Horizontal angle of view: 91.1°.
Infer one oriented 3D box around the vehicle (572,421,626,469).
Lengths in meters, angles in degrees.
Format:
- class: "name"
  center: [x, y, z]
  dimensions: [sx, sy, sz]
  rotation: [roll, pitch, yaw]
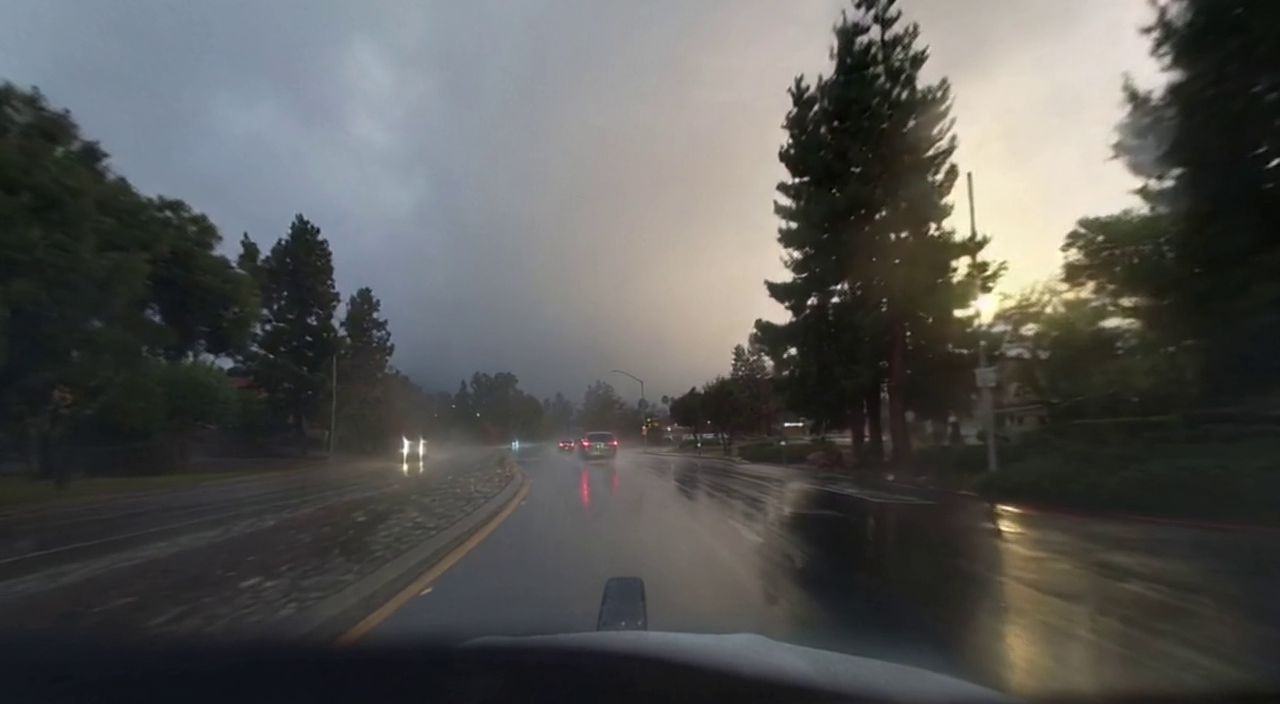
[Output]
- class: "vehicle"
  center: [-1.967, 4.282, 29.109]
  dimensions: [2.072, 2.002, 4.391]
  rotation: [2, -8, -9]
